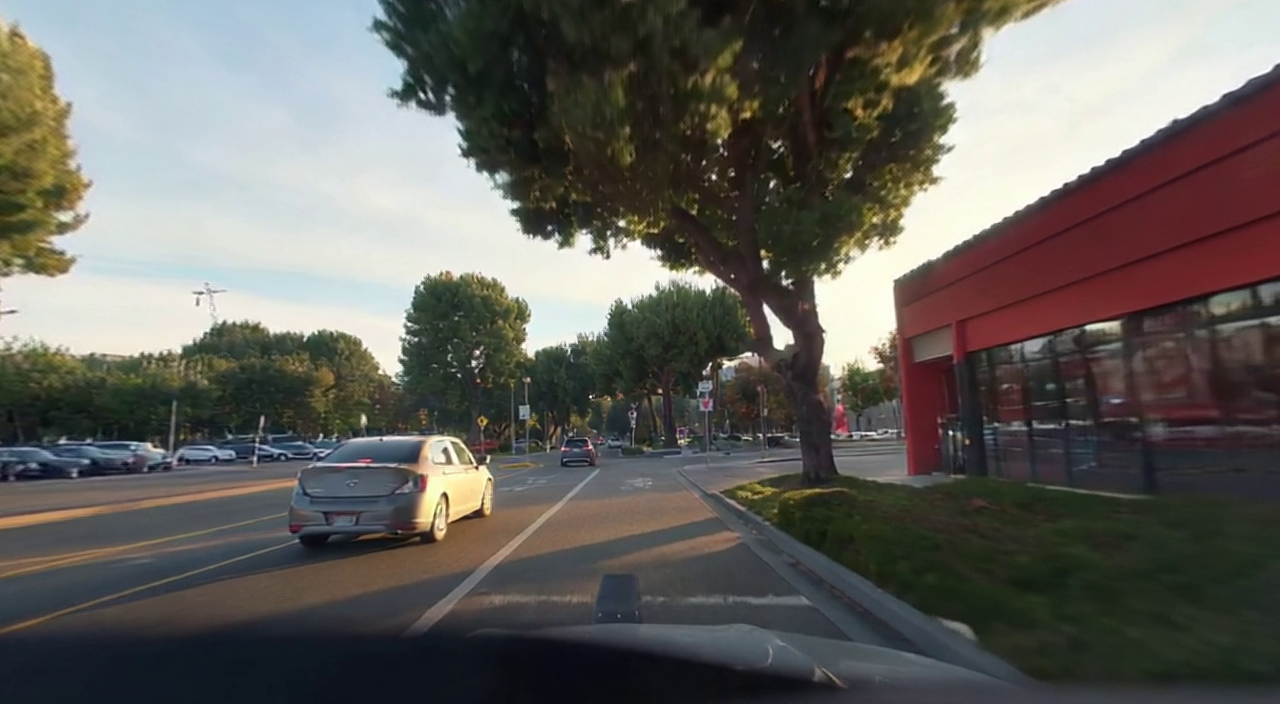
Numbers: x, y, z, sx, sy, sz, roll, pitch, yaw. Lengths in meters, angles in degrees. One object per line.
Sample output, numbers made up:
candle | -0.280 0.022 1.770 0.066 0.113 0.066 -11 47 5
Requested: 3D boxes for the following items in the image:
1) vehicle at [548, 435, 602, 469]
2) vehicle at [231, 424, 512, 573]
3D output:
vehicle | -2.965 4.632 29.440 1.962 1.424 4.289 0 -8 1
vehicle | -3.164 1.776 8.590 1.853 1.478 4.381 0 -8 1
